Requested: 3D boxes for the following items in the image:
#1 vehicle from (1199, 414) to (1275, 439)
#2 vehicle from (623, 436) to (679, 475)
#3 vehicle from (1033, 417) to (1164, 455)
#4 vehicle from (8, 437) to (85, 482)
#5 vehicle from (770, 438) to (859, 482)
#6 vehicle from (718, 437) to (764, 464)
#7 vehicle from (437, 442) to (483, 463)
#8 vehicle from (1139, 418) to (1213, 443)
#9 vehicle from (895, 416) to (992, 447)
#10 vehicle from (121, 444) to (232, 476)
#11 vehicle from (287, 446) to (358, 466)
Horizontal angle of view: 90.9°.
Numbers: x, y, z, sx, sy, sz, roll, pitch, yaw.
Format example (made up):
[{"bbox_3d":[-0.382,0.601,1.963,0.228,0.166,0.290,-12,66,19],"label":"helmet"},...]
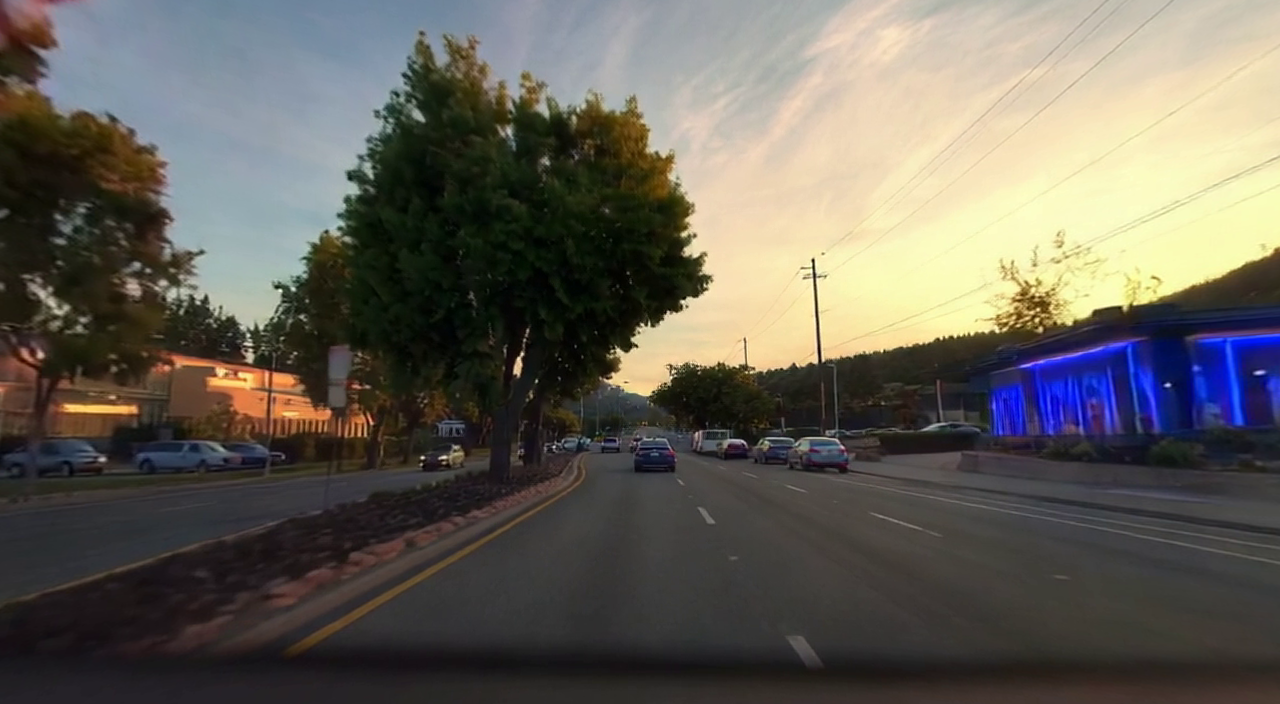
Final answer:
[{"bbox_3d":[40.168,5.080,42.540,1.826,1.494,4.580,-3,-9,18],"label":"vehicle"},{"bbox_3d":[0.357,4.232,26.027,2.091,1.472,4.697,0,-8,-1],"label":"vehicle"},{"bbox_3d":[19.568,3.617,27.040,4.059,1.563,1.995,0,-8,-2],"label":"vehicle"},{"bbox_3d":[-28.932,5.166,30.661,5.346,1.985,2.207,-8,-11,42],"label":"vehicle"},{"bbox_3d":[6.499,4.057,24.029,2.016,1.479,4.532,0,-8,-1],"label":"vehicle"},{"bbox_3d":[6.518,6.429,41.246,2.105,1.646,4.612,0,-8,-2],"label":"vehicle"},{"bbox_3d":[-13.476,7.563,47.430,2.005,1.482,4.491,0,-8,1],"label":"vehicle"},{"bbox_3d":[33.052,4.882,39.013,1.797,1.426,4.346,-3,-9,17],"label":"vehicle"},{"bbox_3d":[19.496,5.156,40.649,5.117,1.905,2.075,0,-8,0],"label":"vehicle"},{"bbox_3d":[-26.896,6.264,36.697,4.853,1.788,2.059,0,-8,1],"label":"vehicle"},{"bbox_3d":[-24.356,7.968,48.421,4.392,1.453,1.855,0,-8,-1],"label":"vehicle"}]
